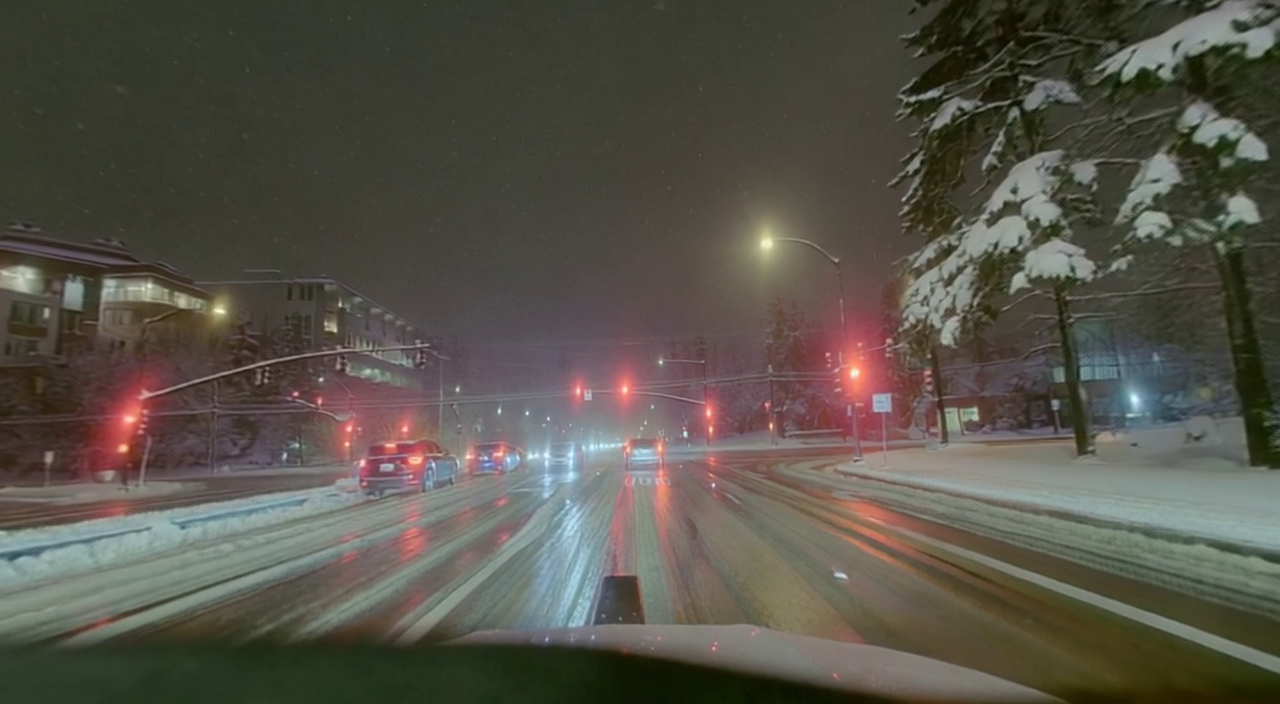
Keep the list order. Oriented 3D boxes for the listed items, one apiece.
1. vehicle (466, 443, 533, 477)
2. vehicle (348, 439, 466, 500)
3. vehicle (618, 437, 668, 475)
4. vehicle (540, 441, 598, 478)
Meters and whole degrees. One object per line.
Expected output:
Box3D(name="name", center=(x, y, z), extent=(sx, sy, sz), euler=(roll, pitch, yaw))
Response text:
Box3D(name="vehicle", center=(-6.467, 4.996, 29.549), extent=(2.074, 1.447, 4.224), euler=(0, -8, 2))
Box3D(name="vehicle", center=(-6.704, 3.408, 18.706), extent=(1.869, 1.570, 4.064), euler=(0, -8, 1))
Box3D(name="vehicle", center=(0.142, 4.453, 27.255), extent=(1.985, 1.521, 3.968), euler=(0, -8, 1))
Box3D(name="vehicle", center=(-2.923, 4.540, 26.918), extent=(1.946, 1.437, 4.154), euler=(0, -8, 1))
